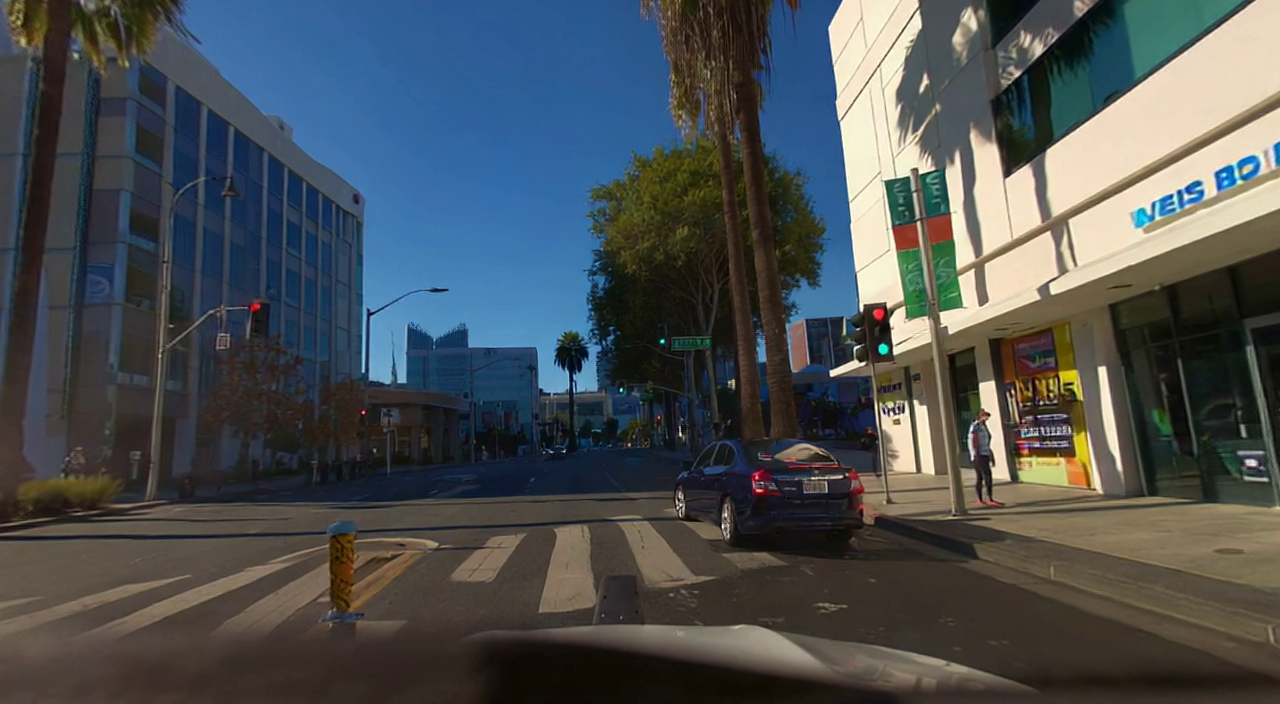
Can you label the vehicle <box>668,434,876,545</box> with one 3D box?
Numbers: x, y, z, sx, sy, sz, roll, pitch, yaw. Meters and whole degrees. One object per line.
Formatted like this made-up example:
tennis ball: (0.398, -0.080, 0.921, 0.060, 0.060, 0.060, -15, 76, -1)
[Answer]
vehicle: (1.919, 2.205, 10.976, 2.090, 1.466, 4.676, 1, -8, -7)
